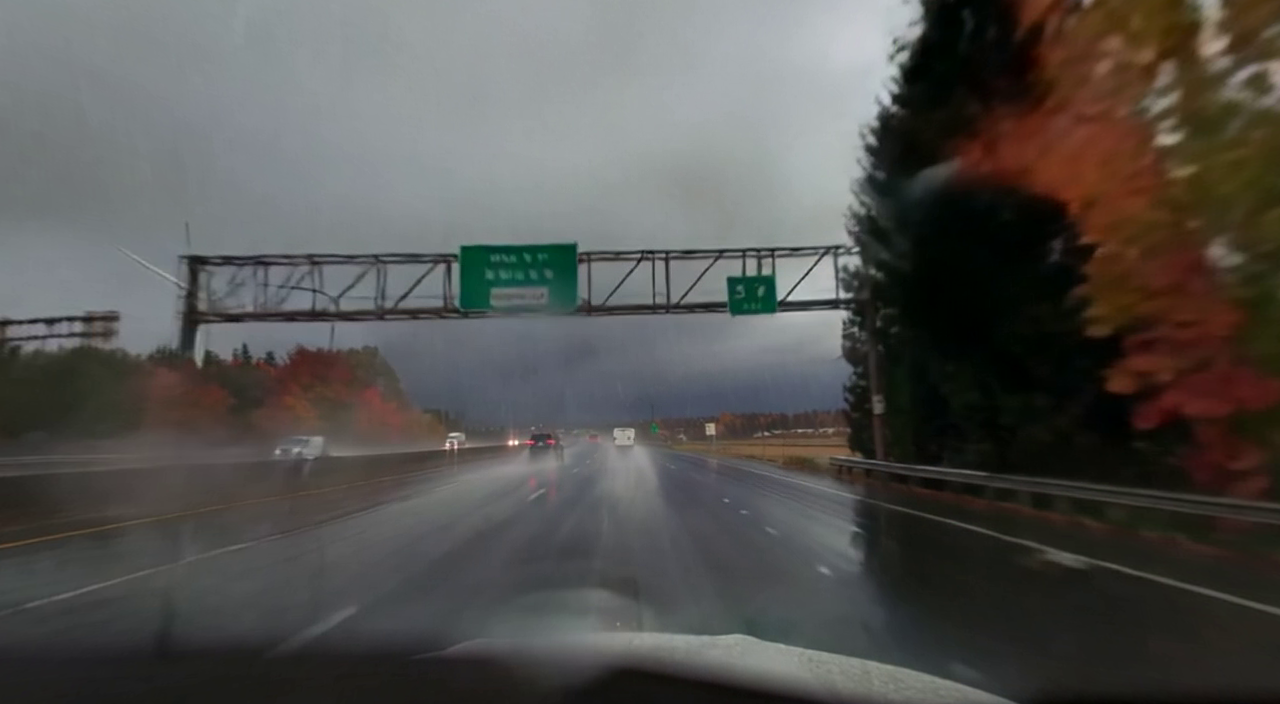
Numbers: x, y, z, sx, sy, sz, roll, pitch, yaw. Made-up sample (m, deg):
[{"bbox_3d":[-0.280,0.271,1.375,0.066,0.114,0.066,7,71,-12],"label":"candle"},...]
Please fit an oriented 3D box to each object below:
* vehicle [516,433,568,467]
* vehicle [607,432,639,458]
[{"bbox_3d":[-5.009,5.026,32.621,2.062,1.622,4.153,0,-8,-1],"label":"vehicle"},{"bbox_3d":[-1.214,6.840,46.415,2.213,1.774,4.563,0,-8,-1],"label":"vehicle"}]
